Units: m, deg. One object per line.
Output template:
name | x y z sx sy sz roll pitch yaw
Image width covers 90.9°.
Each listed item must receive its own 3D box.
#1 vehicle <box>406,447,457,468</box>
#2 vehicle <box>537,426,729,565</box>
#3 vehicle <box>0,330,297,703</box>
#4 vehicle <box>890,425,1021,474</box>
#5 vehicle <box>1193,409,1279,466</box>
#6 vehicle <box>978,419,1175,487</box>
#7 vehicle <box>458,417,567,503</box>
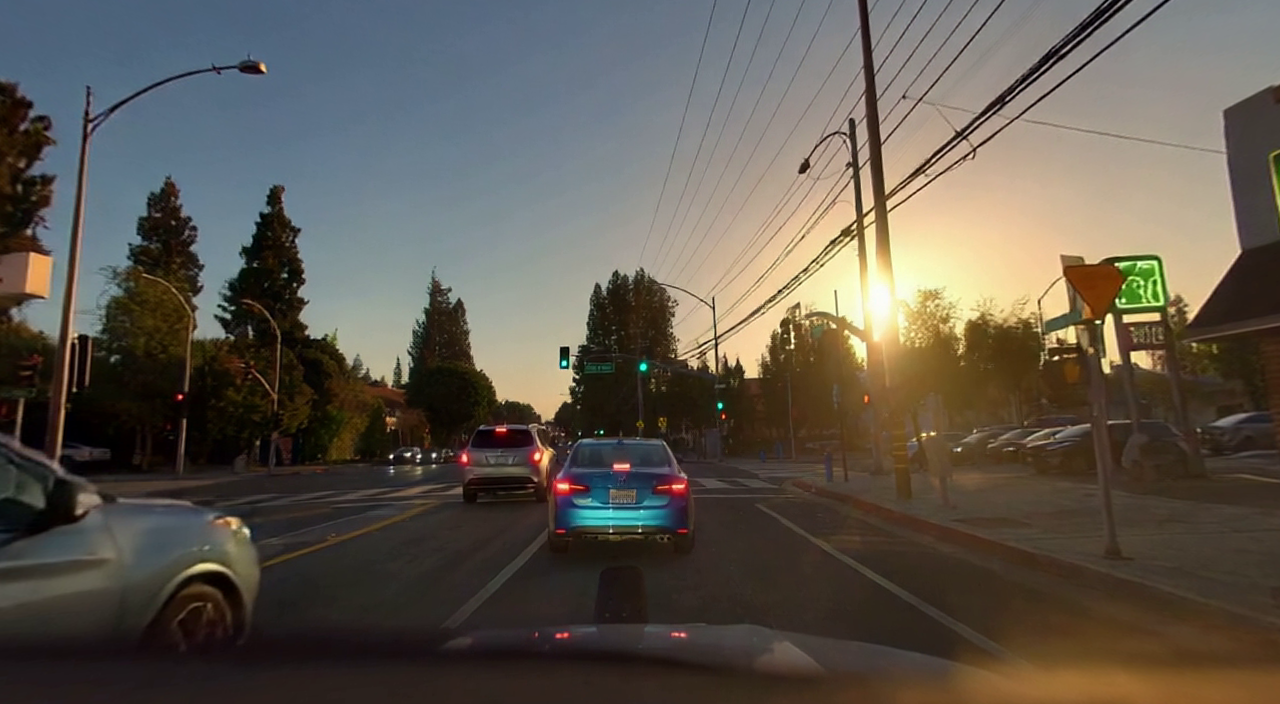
vehicle | -15.544 7.799 46.878 2.111 1.511 4.641 6 -10 -36
vehicle | -0.154 1.866 9.004 2.070 1.481 4.216 0 -8 -2
vehicle | -2.892 0.728 1.468 2.003 1.681 3.878 0 -8 -1
vehicle | 10.647 3.342 21.752 1.842 1.471 4.481 1 -8 -6
vehicle | 18.724 2.544 18.707 4.446 1.511 1.977 4 -10 -29
vehicle | 10.530 2.485 15.710 1.888 1.455 4.268 0 -8 1
vehicle | -3.039 2.674 16.031 2.106 1.852 4.512 0 -8 -4
